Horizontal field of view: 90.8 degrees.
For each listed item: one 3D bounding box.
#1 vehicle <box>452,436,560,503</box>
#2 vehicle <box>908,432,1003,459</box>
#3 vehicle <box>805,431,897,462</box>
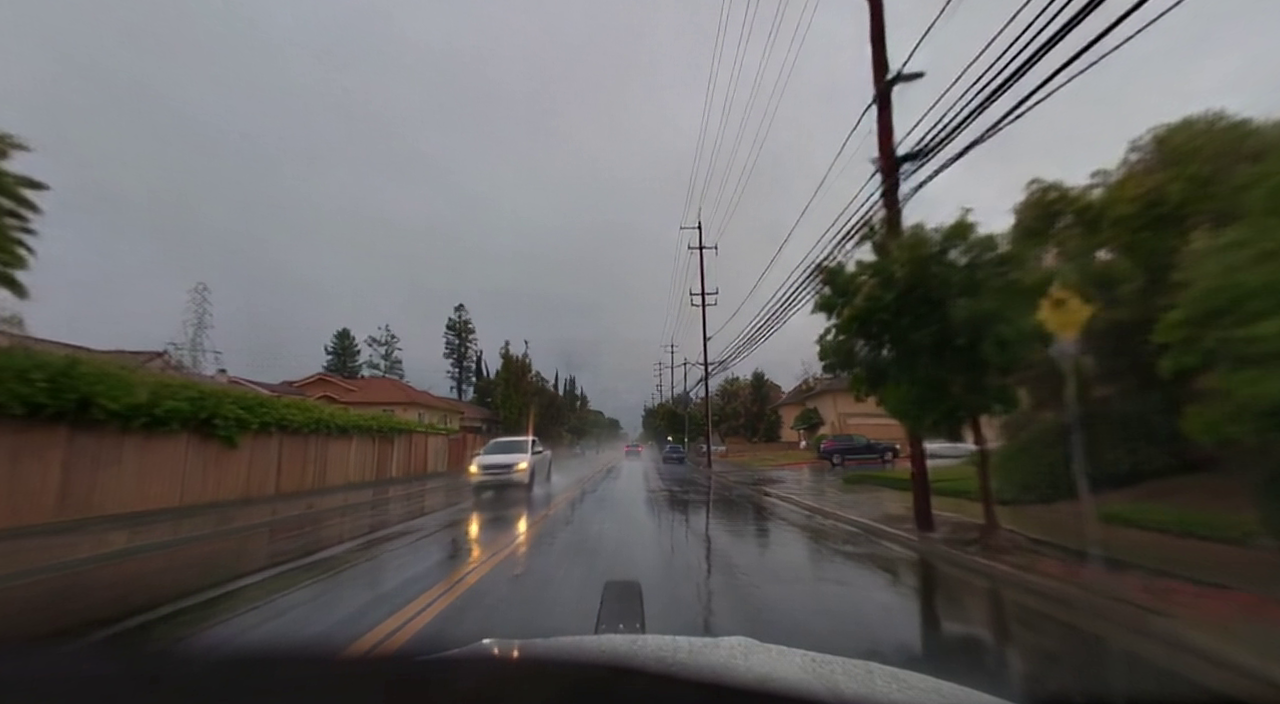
[{"bbox_3d":[-3.663,3.295,18.170,2.146,1.657,4.351,0,-9,0],"label":"vehicle"},{"bbox_3d":[18.794,5.625,37.831,4.558,1.554,1.990,0,-9,4],"label":"vehicle"},{"bbox_3d":[12.517,5.656,37.748,4.701,1.745,2.083,-1,-9,2],"label":"vehicle"}]
